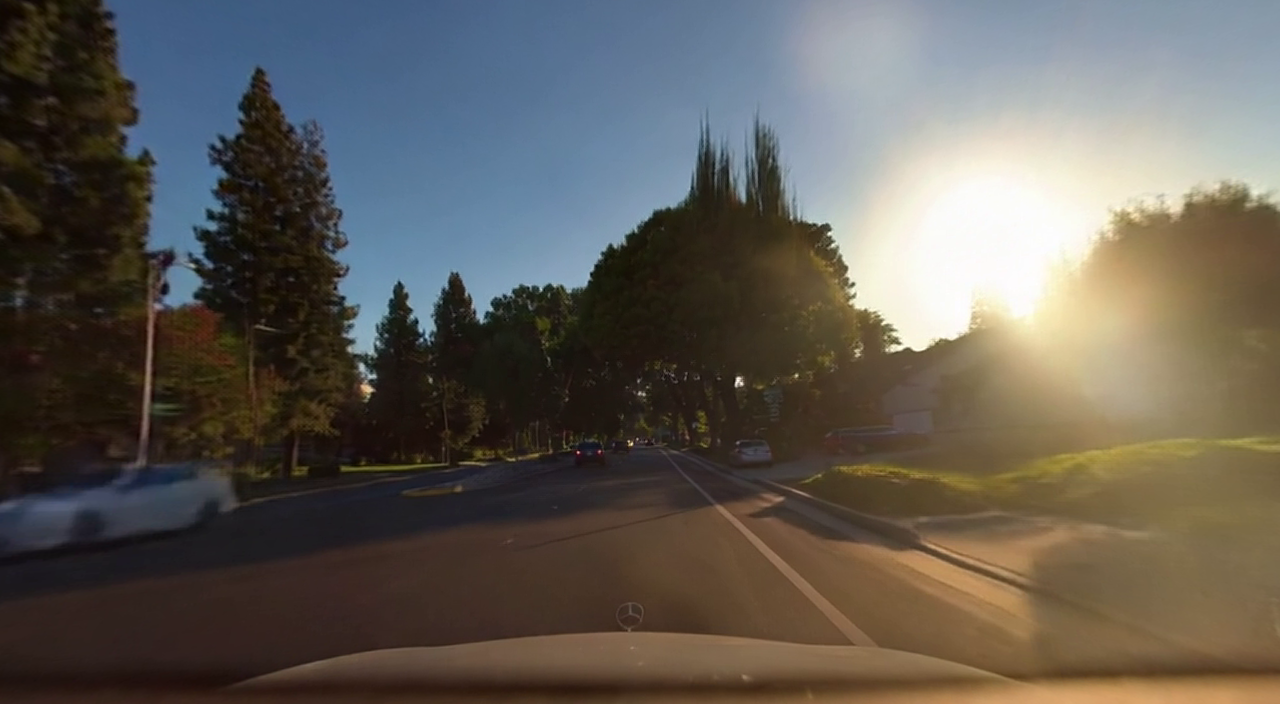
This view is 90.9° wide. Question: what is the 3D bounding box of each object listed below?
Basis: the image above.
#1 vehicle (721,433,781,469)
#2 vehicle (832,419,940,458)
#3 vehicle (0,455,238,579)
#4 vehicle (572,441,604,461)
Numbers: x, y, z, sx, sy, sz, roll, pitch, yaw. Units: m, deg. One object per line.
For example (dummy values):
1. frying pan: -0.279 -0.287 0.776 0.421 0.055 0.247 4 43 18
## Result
1. vehicle: 5.169 4.690 29.965 1.995 1.546 4.474 0 -8 -1
2. vehicle: 10.956 3.895 28.373 4.037 1.673 1.983 -1 -8 3
3. vehicle: -9.248 2.517 10.497 2.027 1.522 4.469 0 -8 2
4. vehicle: -3.690 7.154 45.559 1.973 1.400 3.915 0 -8 0
